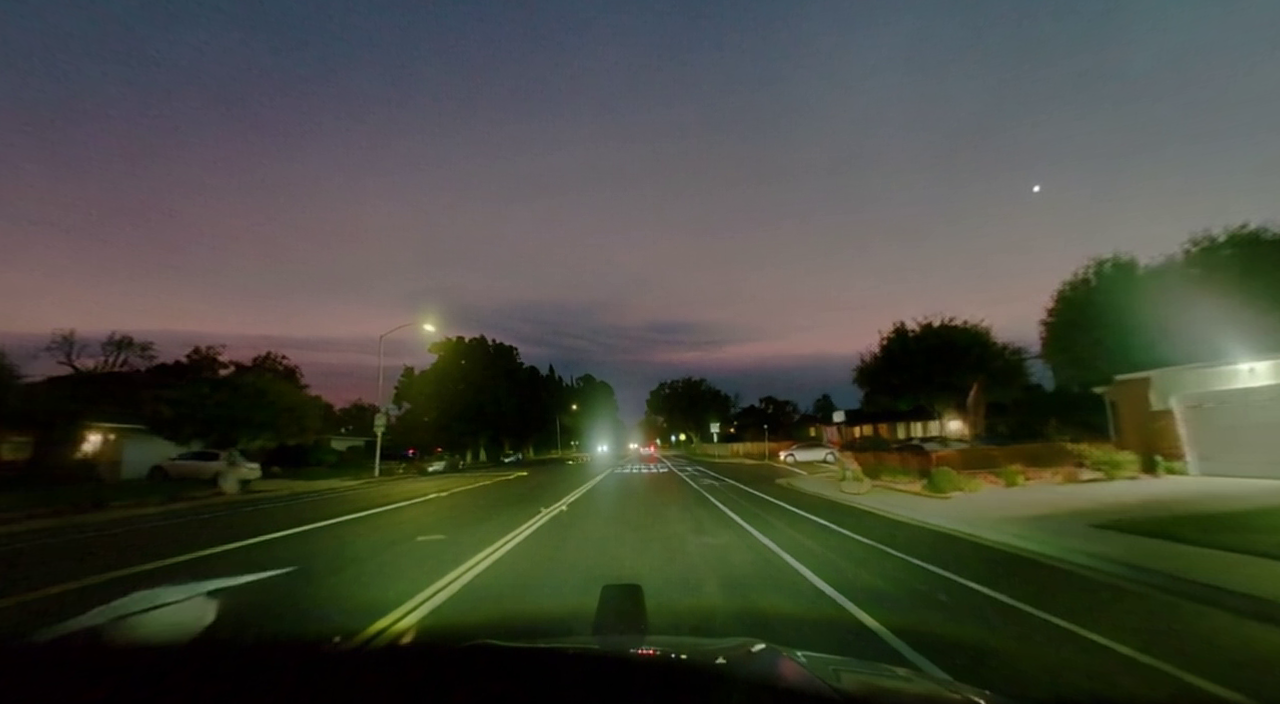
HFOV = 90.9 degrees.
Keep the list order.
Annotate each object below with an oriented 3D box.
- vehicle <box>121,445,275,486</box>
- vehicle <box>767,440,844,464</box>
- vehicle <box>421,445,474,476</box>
[{"bbox_3d":[-18.189,4.686,26.157,4.717,1.605,2.074,1,-8,-3],"label":"vehicle"},{"bbox_3d":[11.025,6.693,42.363,4.818,1.525,2.163,-1,-9,9],"label":"vehicle"},{"bbox_3d":[-12.415,6.993,40.890,1.965,1.653,4.488,-3,-6,1],"label":"vehicle"}]
